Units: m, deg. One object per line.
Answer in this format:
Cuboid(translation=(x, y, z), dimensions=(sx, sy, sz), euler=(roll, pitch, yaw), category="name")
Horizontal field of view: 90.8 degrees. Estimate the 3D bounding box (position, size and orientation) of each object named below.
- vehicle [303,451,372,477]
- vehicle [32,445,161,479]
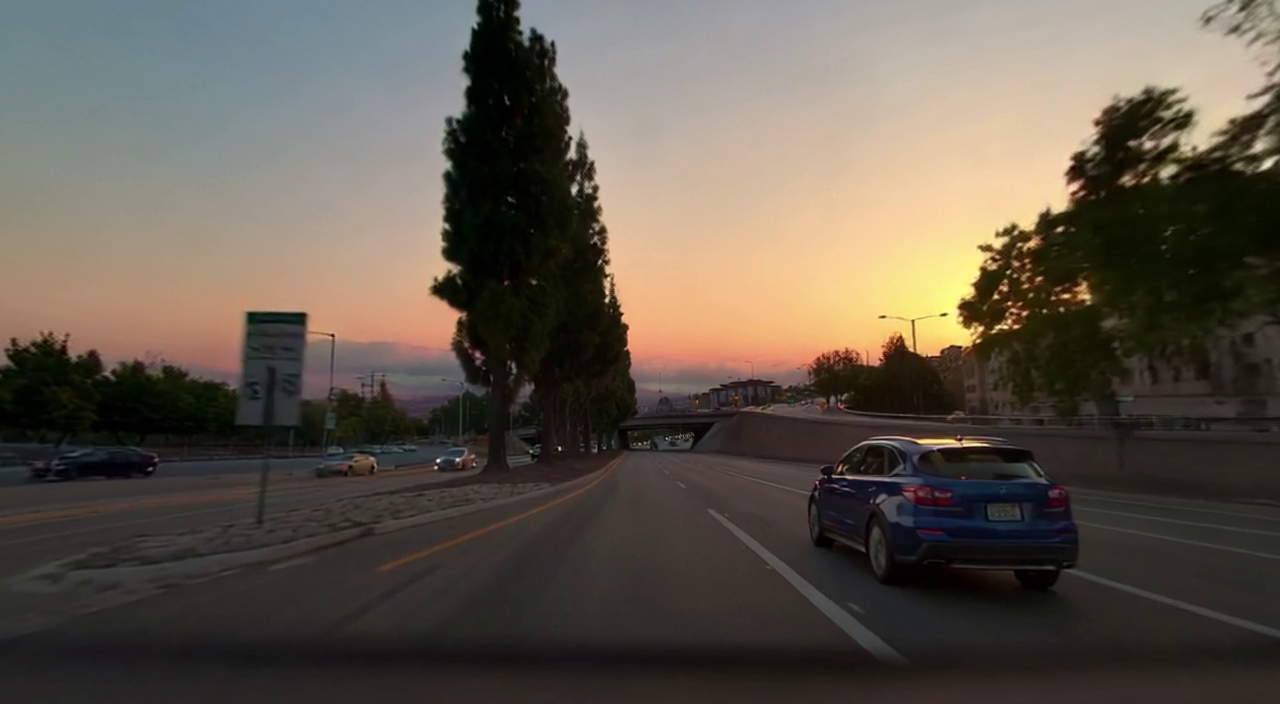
Cuboid(translation=(-19.047, 7.055, 39.993), dimensions=(2.001, 1.468, 4.746), euler=(0, -8, 0), category="vehicle")
Cuboid(translation=(-30.649, 6.164, 35.834), dimensions=(1.915, 1.768, 5.060), euler=(-5, -10, 30), category="vehicle")
